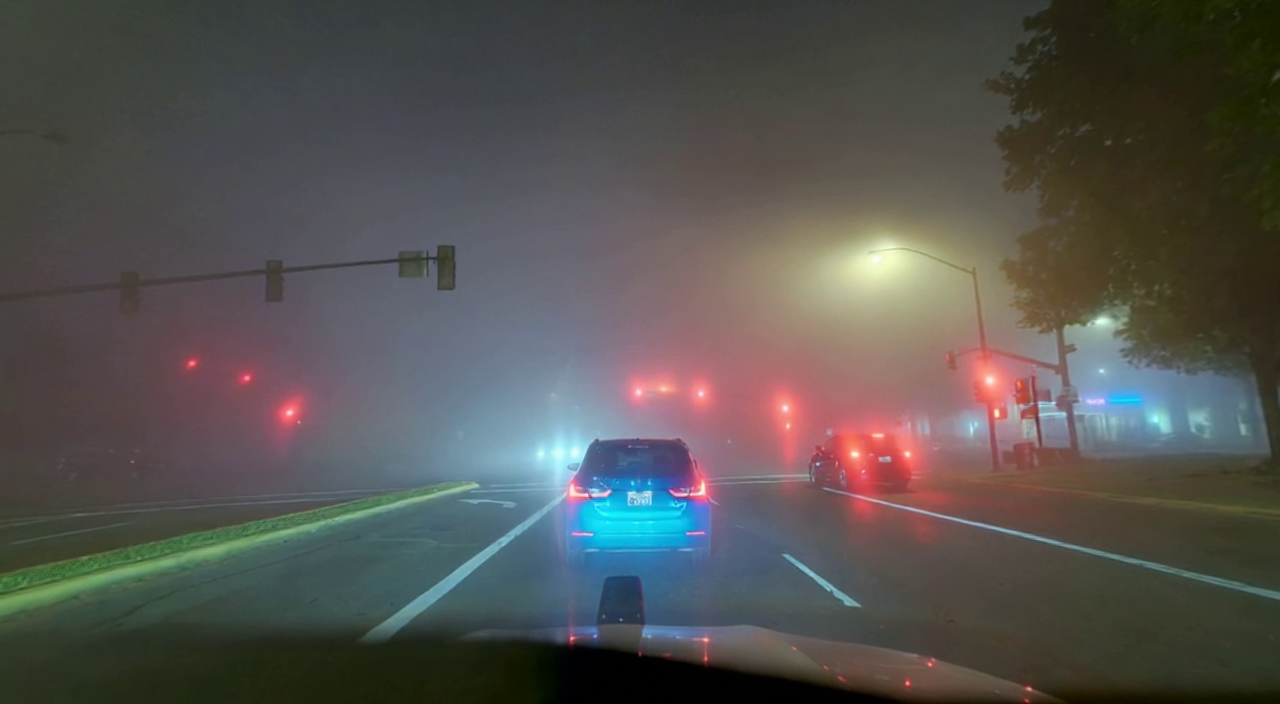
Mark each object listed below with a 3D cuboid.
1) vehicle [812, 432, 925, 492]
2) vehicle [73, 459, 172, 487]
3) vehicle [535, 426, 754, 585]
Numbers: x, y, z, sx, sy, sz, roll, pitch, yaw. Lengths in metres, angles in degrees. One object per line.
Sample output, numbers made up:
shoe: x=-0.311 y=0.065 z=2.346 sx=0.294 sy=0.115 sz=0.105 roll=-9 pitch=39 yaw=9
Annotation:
vehicle: x=7.053 y=3.439 z=20.068 sx=2.039 sy=1.692 sz=4.319 roll=0 pitch=-8 yaw=1
vehicle: x=-32.397 y=7.557 z=39.641 sx=4.401 sy=1.625 sz=1.863 roll=0 pitch=-8 yaw=-4
vehicle: x=-0.015 y=1.767 z=8.157 sx=2.070 sy=1.488 sz=4.206 roll=0 pitch=-8 yaw=-2
